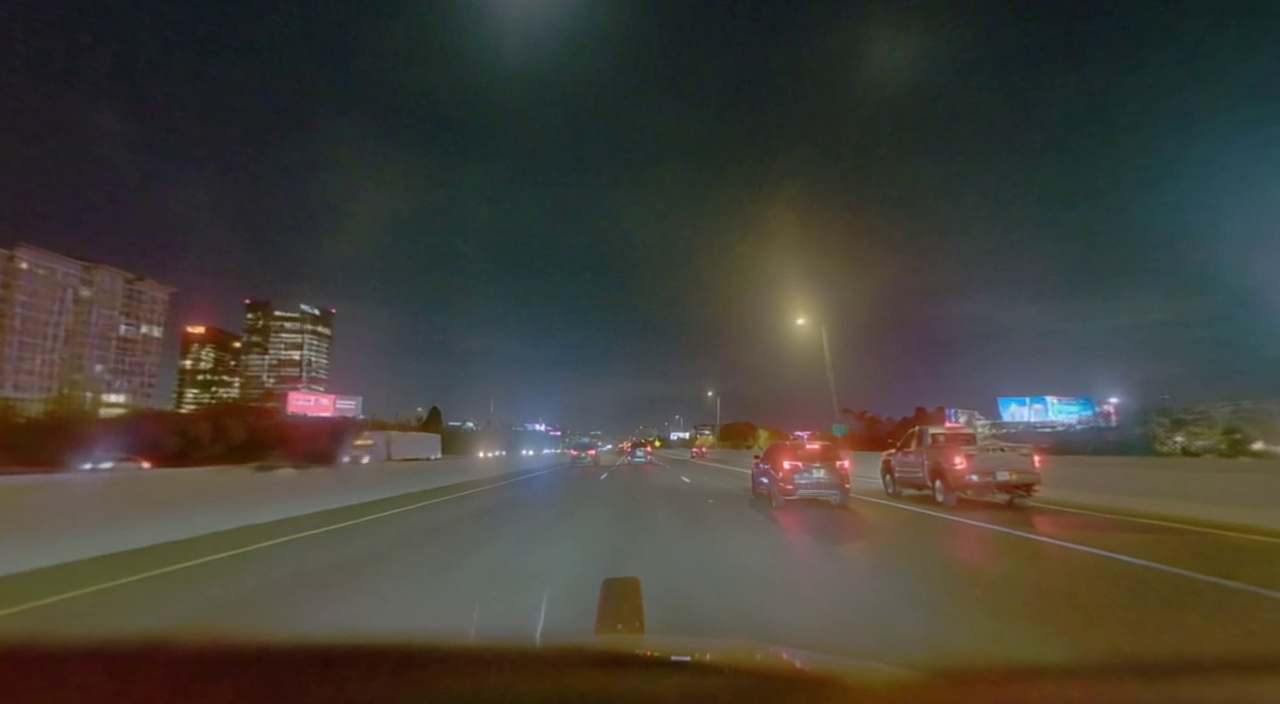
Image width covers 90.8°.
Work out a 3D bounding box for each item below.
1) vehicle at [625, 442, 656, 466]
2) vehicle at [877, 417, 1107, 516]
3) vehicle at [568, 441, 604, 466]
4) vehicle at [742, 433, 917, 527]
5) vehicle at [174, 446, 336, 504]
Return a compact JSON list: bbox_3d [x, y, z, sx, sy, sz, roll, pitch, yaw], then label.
[{"bbox_3d":[0.009,7.479,46.481,2.191,1.685,4.015,0,-9,-1],"label":"vehicle"},{"bbox_3d":[7.337,2.453,13.974,2.176,1.793,4.841,0,-9,-1],"label":"vehicle"},{"bbox_3d":[-3.977,7.578,47.329,2.256,1.756,4.745,0,-9,0],"label":"vehicle"},{"bbox_3d":[3.465,2.444,12.616,1.987,1.509,4.512,0,-9,-1],"label":"vehicle"},{"bbox_3d":[-11.078,3.532,18.671,1.888,1.486,4.616,0,-9,0],"label":"vehicle"}]
